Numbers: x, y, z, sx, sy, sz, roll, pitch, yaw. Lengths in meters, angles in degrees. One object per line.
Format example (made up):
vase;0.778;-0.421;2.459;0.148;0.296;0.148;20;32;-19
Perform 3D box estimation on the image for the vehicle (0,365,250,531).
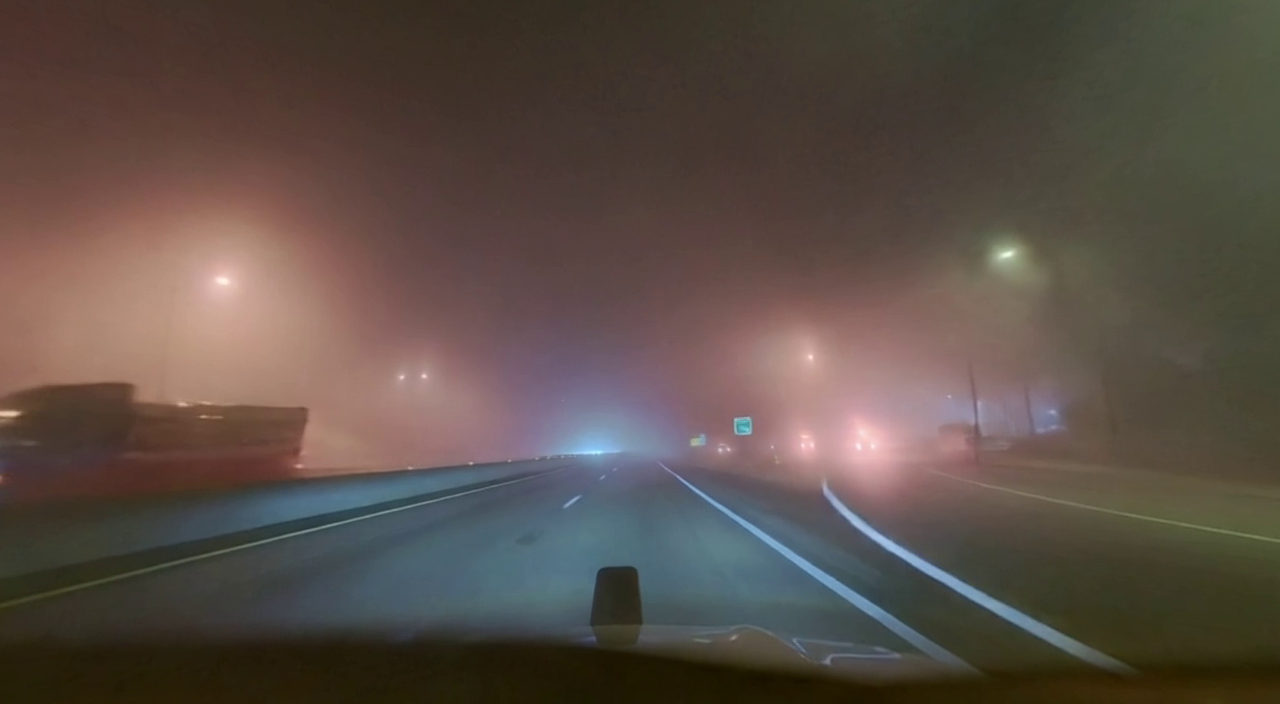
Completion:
vehicle;-16.335;2.861;18.481;3.035;3.814;9.987;-1;-9;1
